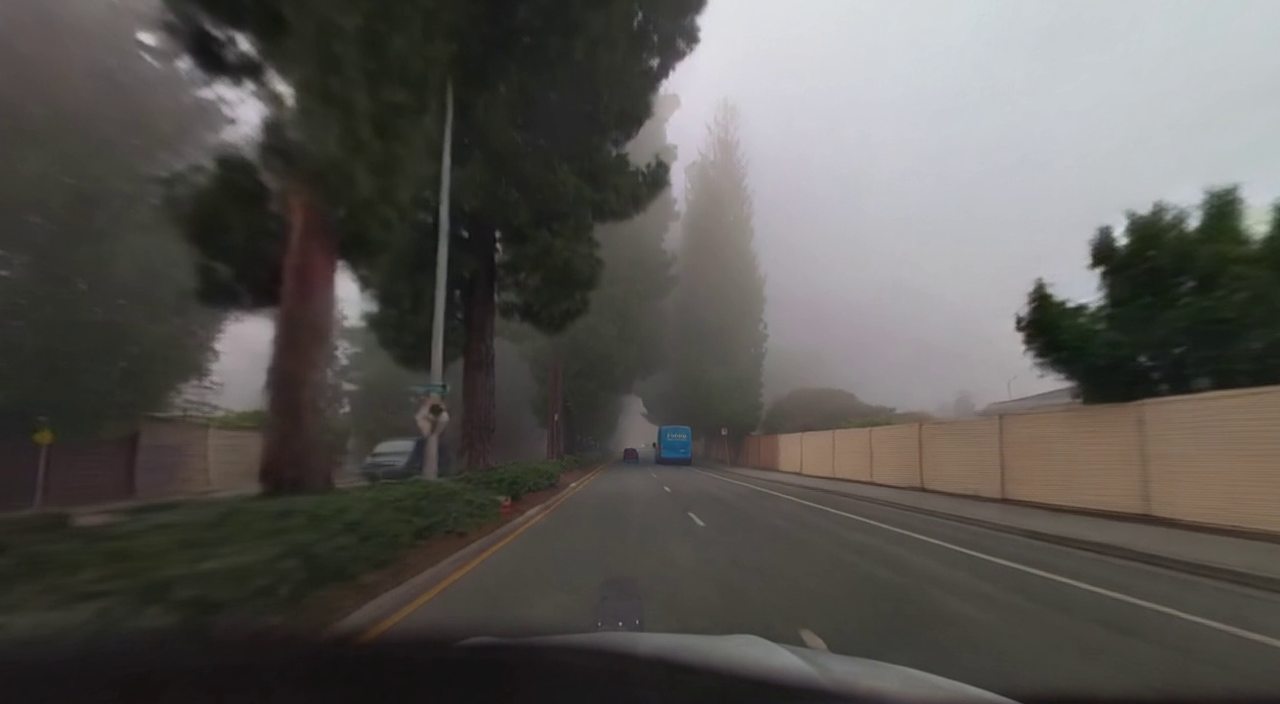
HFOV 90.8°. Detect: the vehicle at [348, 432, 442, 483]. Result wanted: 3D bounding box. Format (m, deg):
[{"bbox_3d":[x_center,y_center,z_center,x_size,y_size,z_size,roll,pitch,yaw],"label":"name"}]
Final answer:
[{"bbox_3d":[-12.289,5.355,32.323,2.418,2.348,5.867,0,-9,0],"label":"vehicle"}]
